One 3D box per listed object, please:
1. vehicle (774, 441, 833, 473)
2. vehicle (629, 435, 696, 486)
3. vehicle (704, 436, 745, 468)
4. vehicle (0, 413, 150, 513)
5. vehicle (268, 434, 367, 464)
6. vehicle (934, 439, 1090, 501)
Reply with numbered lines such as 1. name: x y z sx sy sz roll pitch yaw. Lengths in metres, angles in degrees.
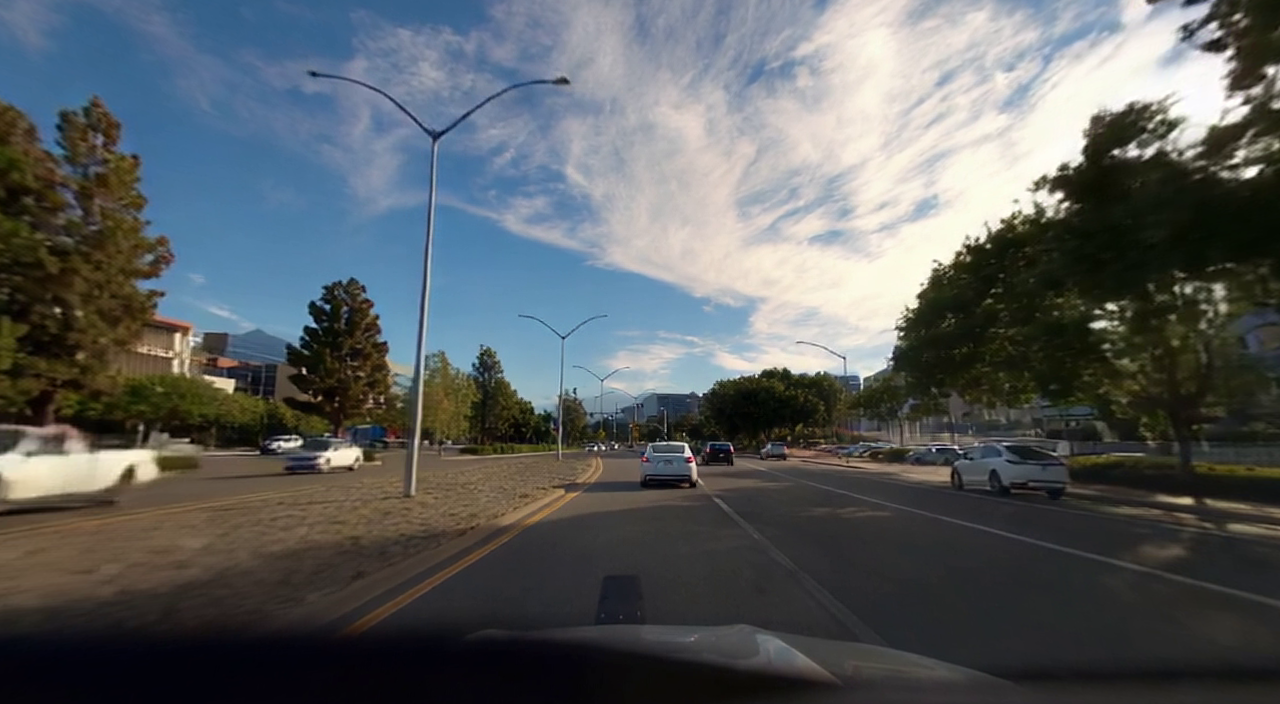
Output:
1. vehicle: 8.279 5.348 32.320 1.928 1.488 4.361 0 -8 1
2. vehicle: 0.753 3.787 22.242 2.145 1.603 4.369 0 -8 1
3. vehicle: 5.015 5.992 37.765 1.976 1.796 4.159 0 -8 2
4. vehicle: -10.710 1.813 10.402 1.938 1.502 4.209 1 -8 -3
5. vehicle: -13.613 4.132 26.904 1.890 1.132 4.497 0 -8 0
6. vehicle: 11.638 3.693 20.222 2.106 1.719 4.830 0 -8 1
